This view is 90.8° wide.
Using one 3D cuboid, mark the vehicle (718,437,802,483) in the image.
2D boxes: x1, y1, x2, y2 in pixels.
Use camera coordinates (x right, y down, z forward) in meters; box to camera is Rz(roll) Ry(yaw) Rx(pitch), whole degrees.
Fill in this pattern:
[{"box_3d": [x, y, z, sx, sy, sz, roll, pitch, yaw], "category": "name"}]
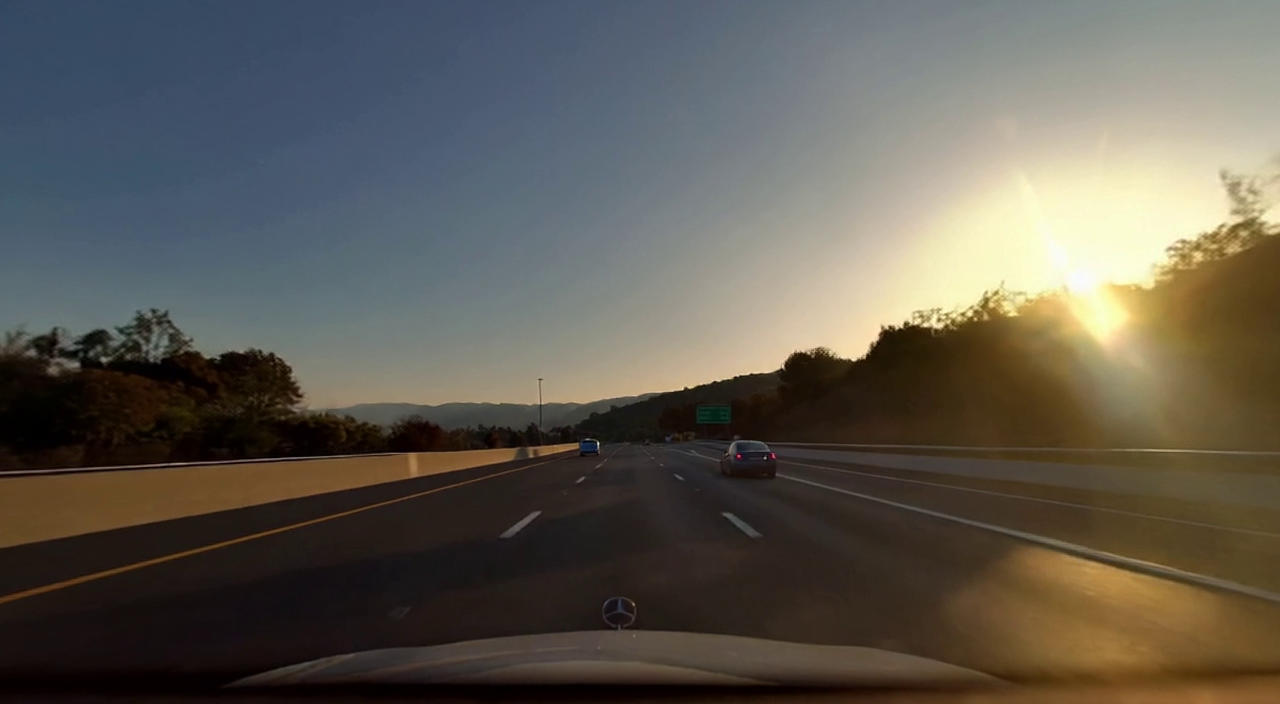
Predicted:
[{"box_3d": [4.194, 3.872, 22.849, 2.060, 1.485, 4.274, 0, -9, -2], "category": "vehicle"}]
